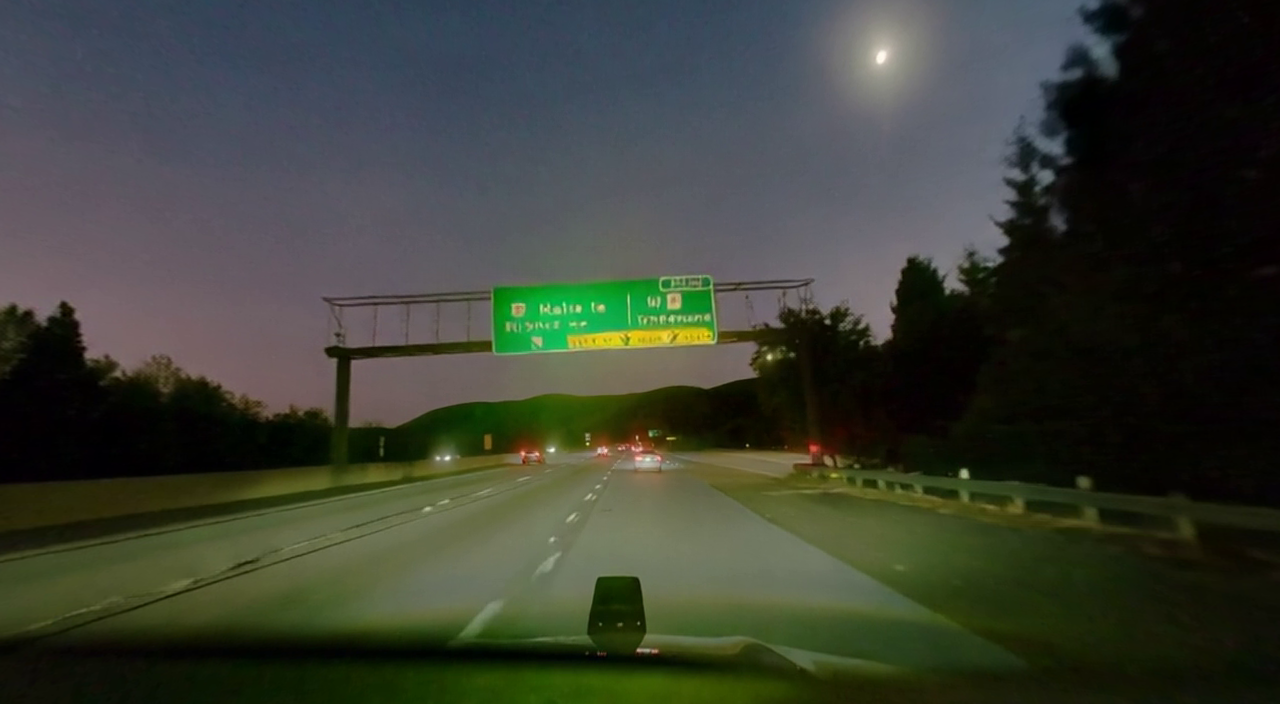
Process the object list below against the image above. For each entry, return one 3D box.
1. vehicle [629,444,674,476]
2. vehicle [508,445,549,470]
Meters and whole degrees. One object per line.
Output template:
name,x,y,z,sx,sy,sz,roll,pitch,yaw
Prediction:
vehicle,0.489,5.368,31.497,2.019,1.475,4.301,0,-9,-2
vehicle,-7.008,6.688,39.899,1.955,1.468,3.637,0,-9,-1
